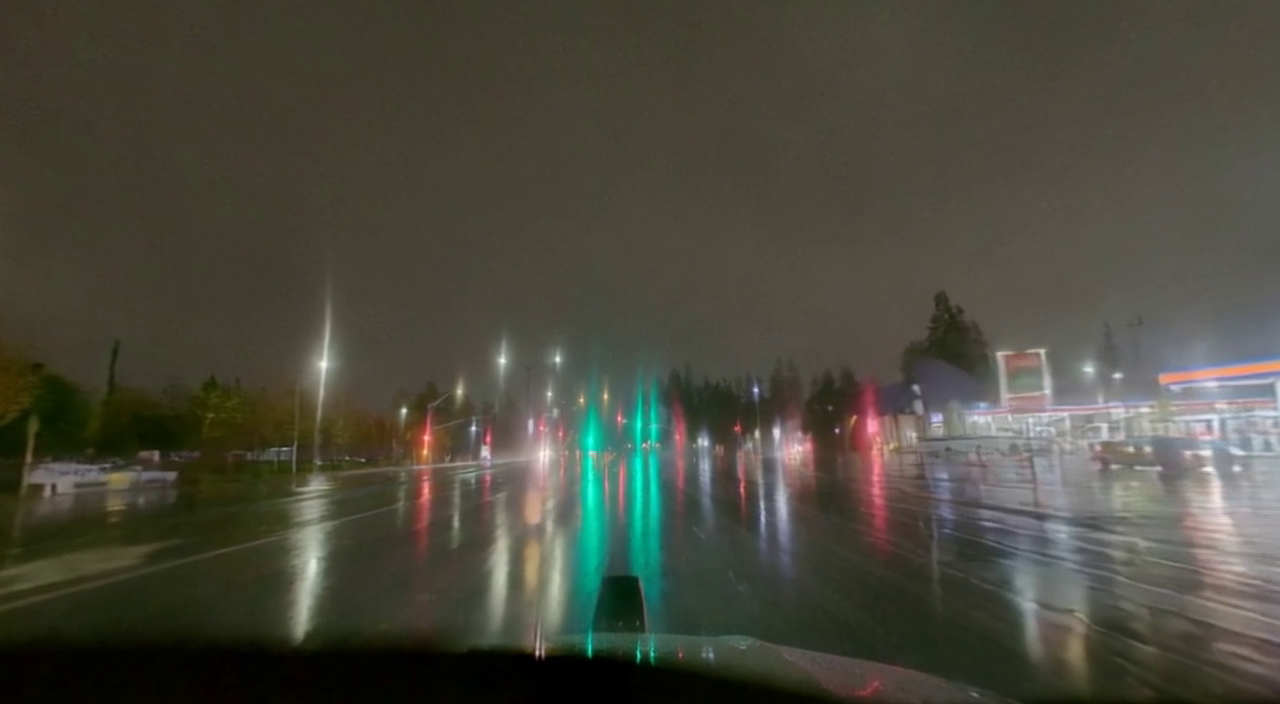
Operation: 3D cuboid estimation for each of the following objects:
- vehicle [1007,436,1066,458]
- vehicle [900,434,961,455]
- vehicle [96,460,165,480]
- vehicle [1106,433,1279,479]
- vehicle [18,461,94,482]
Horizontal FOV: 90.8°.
[{"bbox_3d":[29.750,7.166,47.566,1.784,1.567,3.930,-1,-9,-1],"label":"vehicle"},{"bbox_3d":[20.707,6.616,45.110,3.526,1.430,1.698,0,-9,1],"label":"vehicle"},{"bbox_3d":[-39.387,9.113,48.944,1.676,1.381,4.392,0,-8,1],"label":"vehicle"},{"bbox_3d":[18.340,3.370,20.578,4.674,1.399,1.987,0,-8,0],"label":"vehicle"},{"bbox_3d":[-45.002,9.183,48.784,1.876,1.475,4.116,0,-9,0],"label":"vehicle"}]
